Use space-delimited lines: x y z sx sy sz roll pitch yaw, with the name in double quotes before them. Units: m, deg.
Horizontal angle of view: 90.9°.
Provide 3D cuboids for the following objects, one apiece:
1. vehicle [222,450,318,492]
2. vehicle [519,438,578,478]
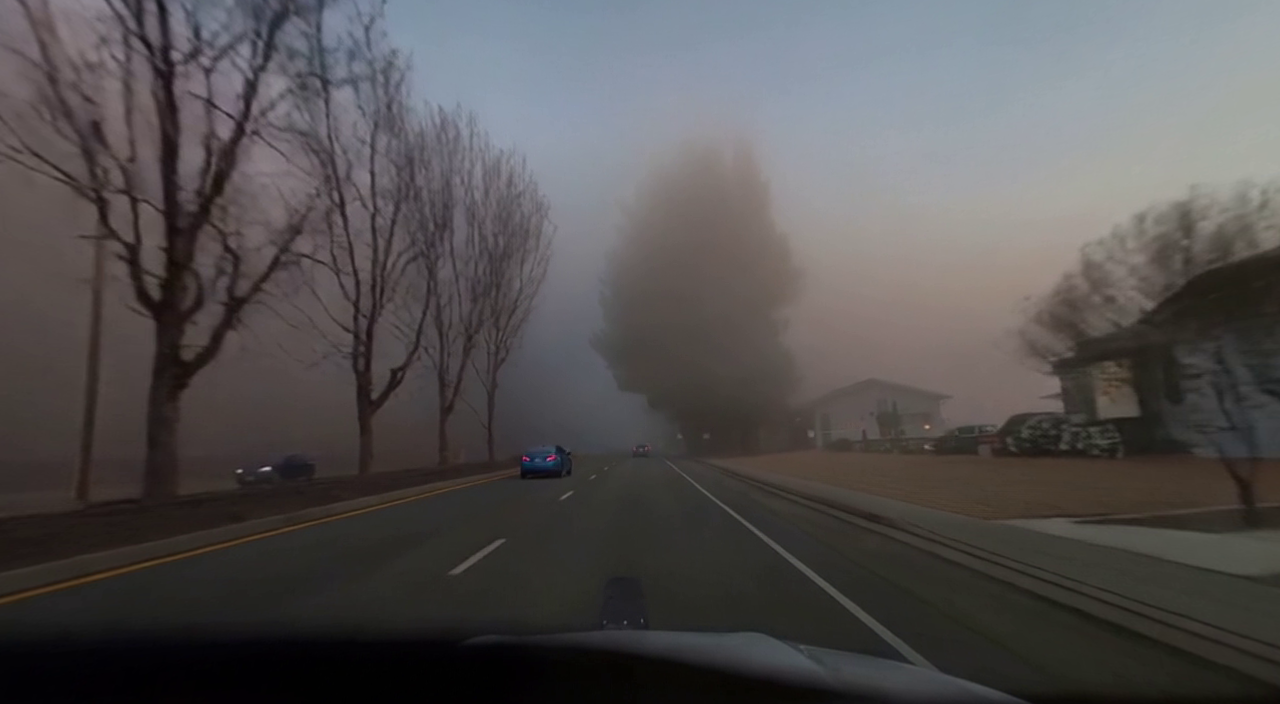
"vehicle" -15.692 5.055 27.005 1.783 1.610 3.836 0 -8 -1
"vehicle" -4.024 4.721 28.359 1.914 1.630 4.351 0 -8 1
